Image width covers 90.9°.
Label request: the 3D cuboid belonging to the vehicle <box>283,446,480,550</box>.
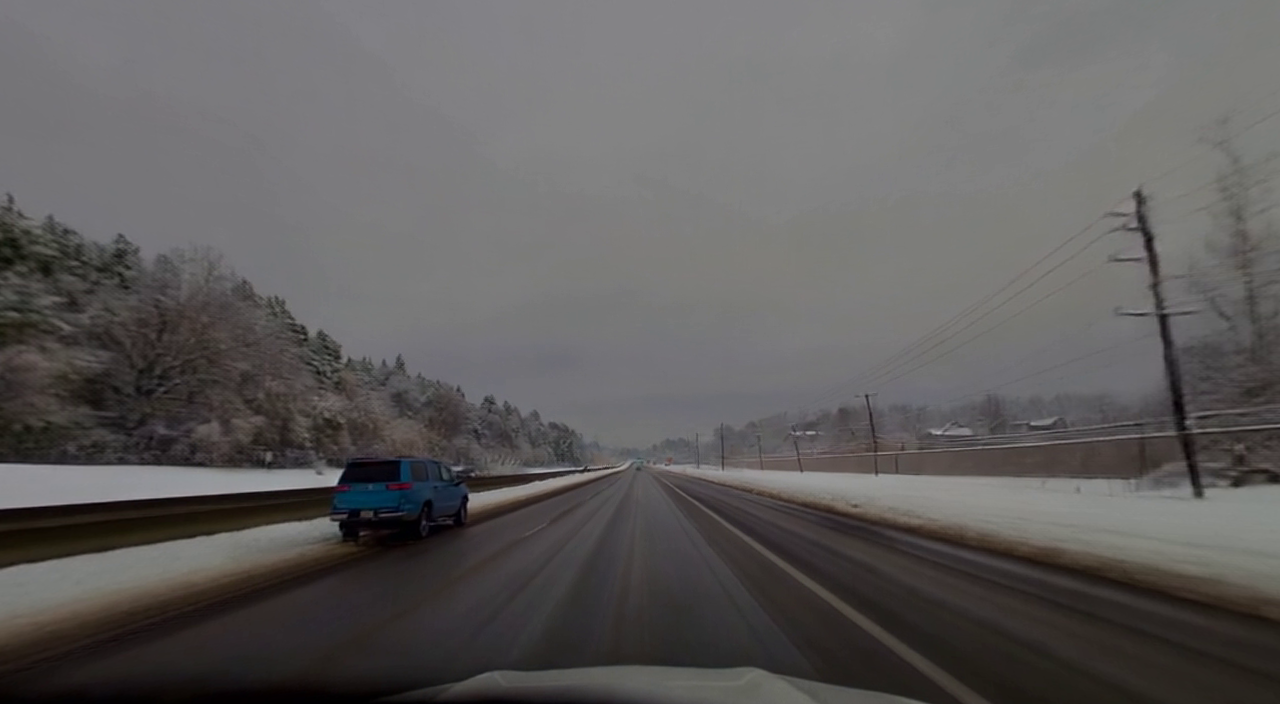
[{"bbox_3d":[-4.448,2.589,11.636,1.914,1.534,4.015,1,-10,0],"label":"vehicle"}]
